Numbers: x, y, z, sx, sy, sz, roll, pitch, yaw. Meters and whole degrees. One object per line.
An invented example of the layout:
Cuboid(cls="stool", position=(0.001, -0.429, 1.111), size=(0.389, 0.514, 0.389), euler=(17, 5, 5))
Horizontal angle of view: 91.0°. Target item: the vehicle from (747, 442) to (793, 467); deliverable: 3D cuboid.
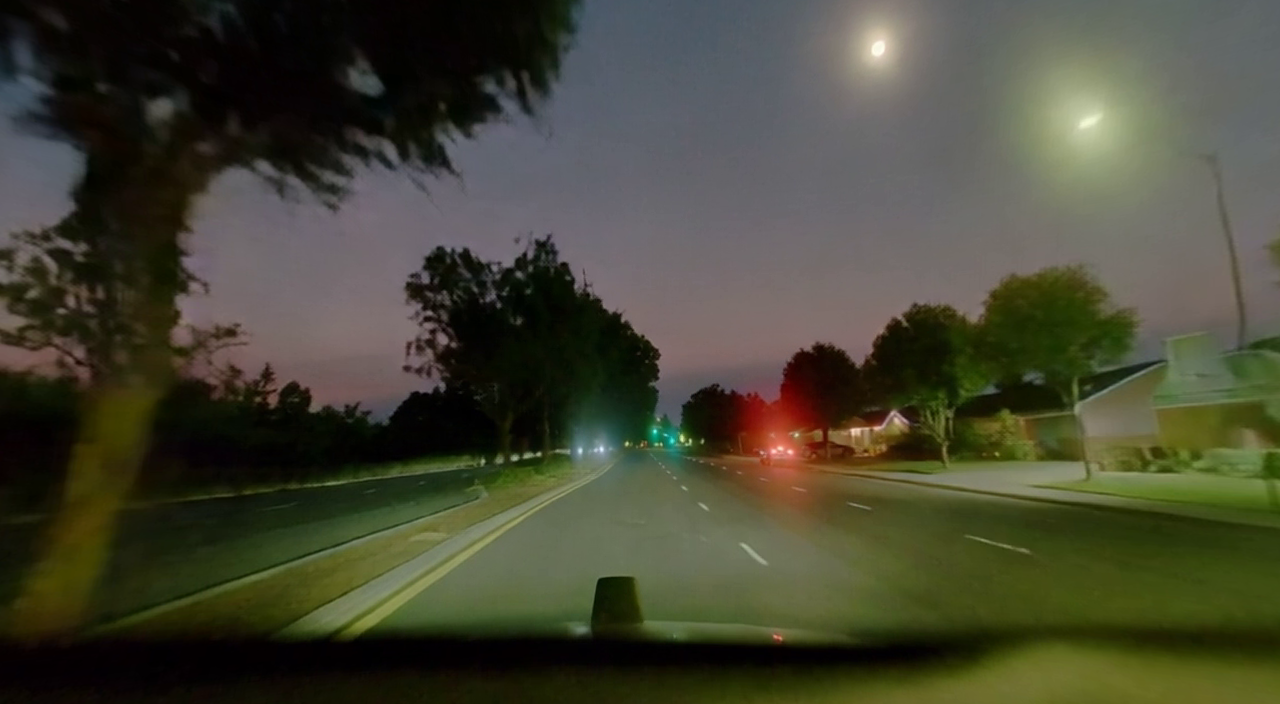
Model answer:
Cuboid(cls="vehicle", position=(8.456, 6.691, 41.370), size=(1.940, 1.516, 4.319), euler=(0, -9, -3))
